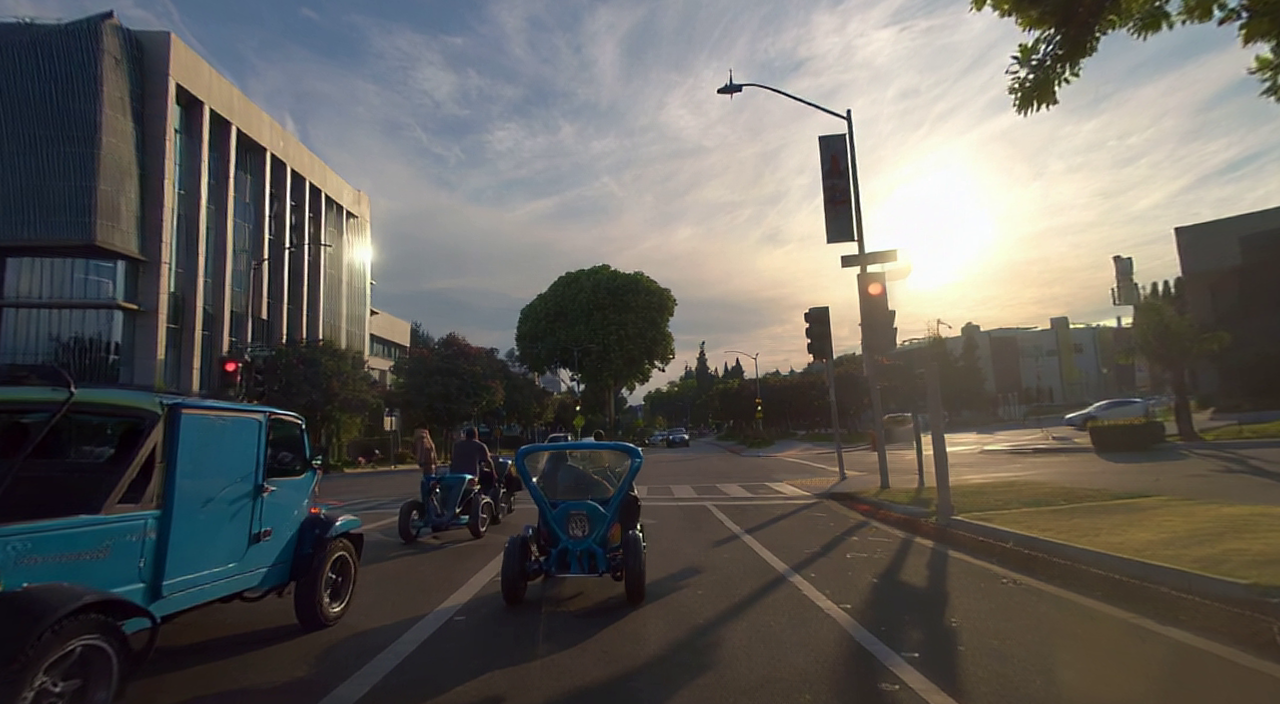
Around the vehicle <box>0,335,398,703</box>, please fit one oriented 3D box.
[{"bbox_3d":[-3.614,1.128,4.455,2.000,1.809,4.405,0,-8,0],"label":"vehicle"}]

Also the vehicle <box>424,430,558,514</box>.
[{"bbox_3d":[-3.179,2.655,14.372,1.935,1.615,4.073,-1,-8,2],"label":"vehicle"}]

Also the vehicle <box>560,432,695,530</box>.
[{"bbox_3d":[-0.149,2.258,11.559,2.025,1.458,4.085,0,-8,1],"label":"vehicle"}]

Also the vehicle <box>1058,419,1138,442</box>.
[{"bbox_3d":[30.694,5.278,42.129,1.751,1.420,4.027,8,-12,-43],"label":"vehicle"}]
